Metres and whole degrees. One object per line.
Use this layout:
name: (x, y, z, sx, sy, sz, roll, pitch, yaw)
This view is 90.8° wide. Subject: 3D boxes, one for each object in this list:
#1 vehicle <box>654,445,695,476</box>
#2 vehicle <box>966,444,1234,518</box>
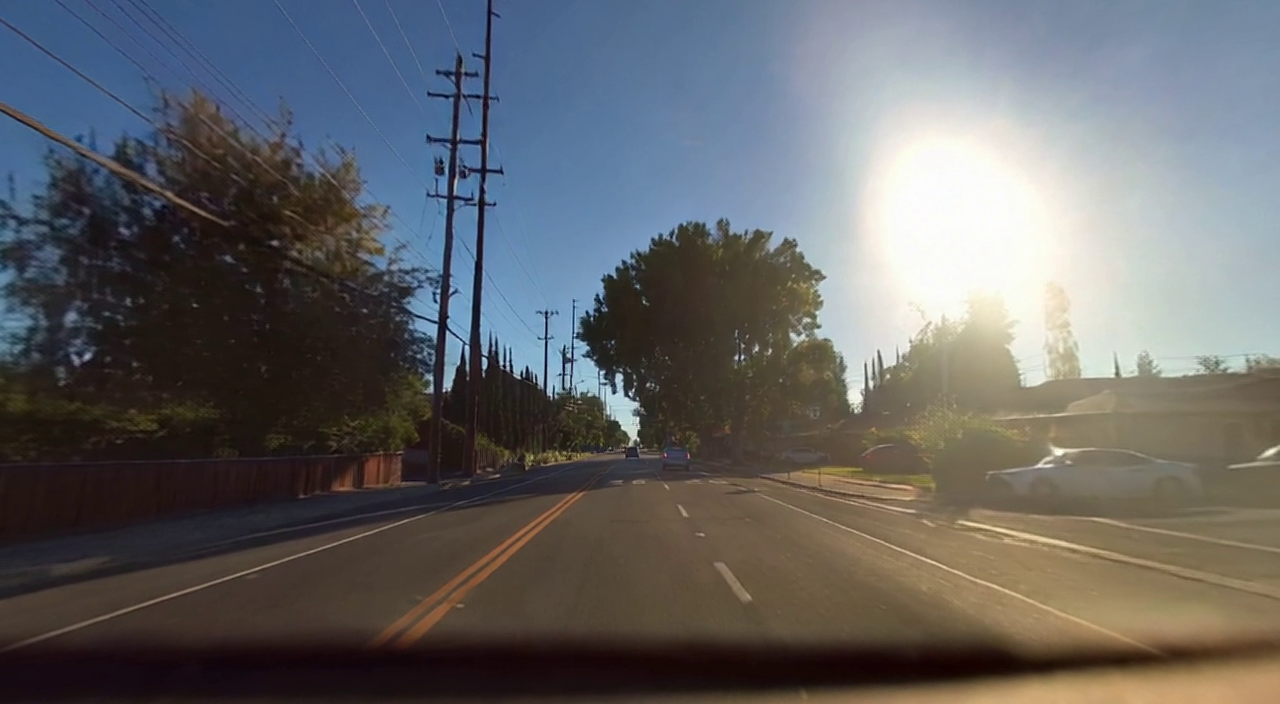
vehicle: (1.720, 5.631, 32.903, 1.975, 1.497, 3.647, 0, -9, 1)
vehicle: (10.134, 2.834, 14.205, 4.511, 1.473, 1.962, 0, -8, -2)
